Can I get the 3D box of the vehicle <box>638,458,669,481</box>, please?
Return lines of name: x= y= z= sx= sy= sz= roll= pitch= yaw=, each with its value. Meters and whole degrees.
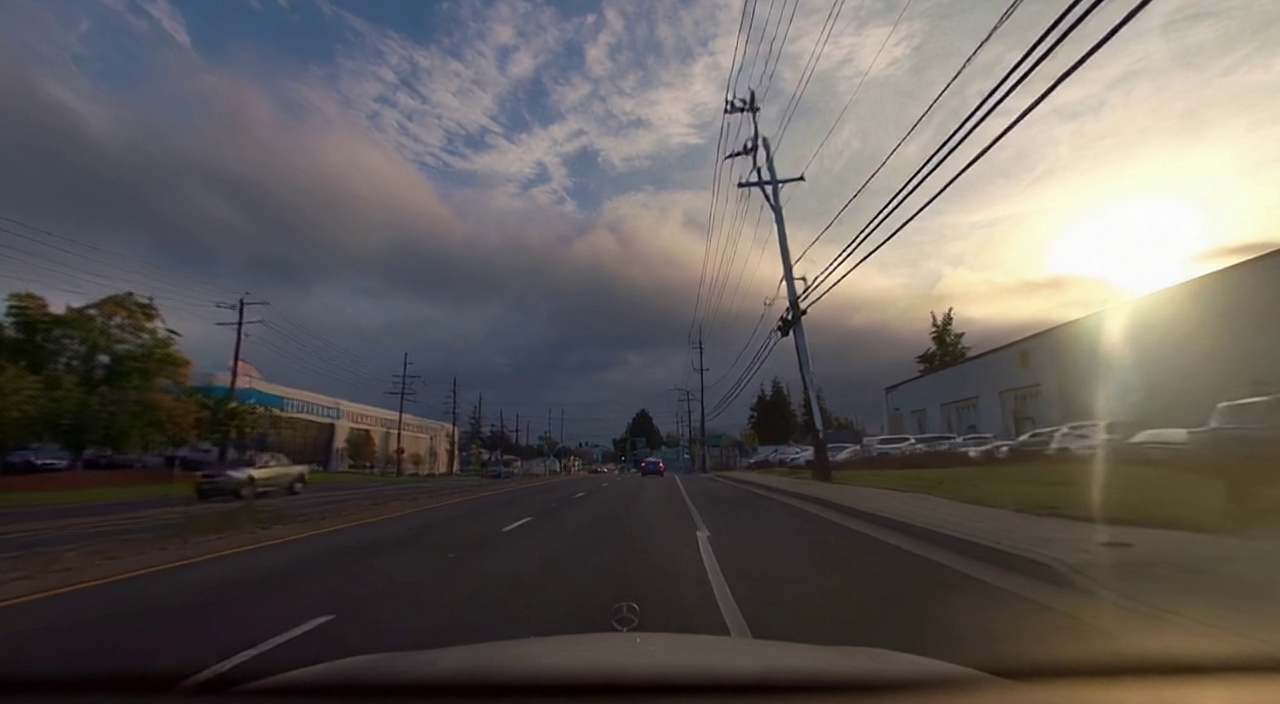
vehicle: x=1.012 y=8.420 z=45.273 sx=2.114 sy=1.492 sz=4.453 roll=0 pitch=-9 yaw=2

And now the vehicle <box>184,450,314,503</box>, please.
vehicle: x=-14.082 y=4.469 z=23.004 sx=1.942 sy=1.710 sz=4.167 roll=-1 pitch=-9 yaw=2
